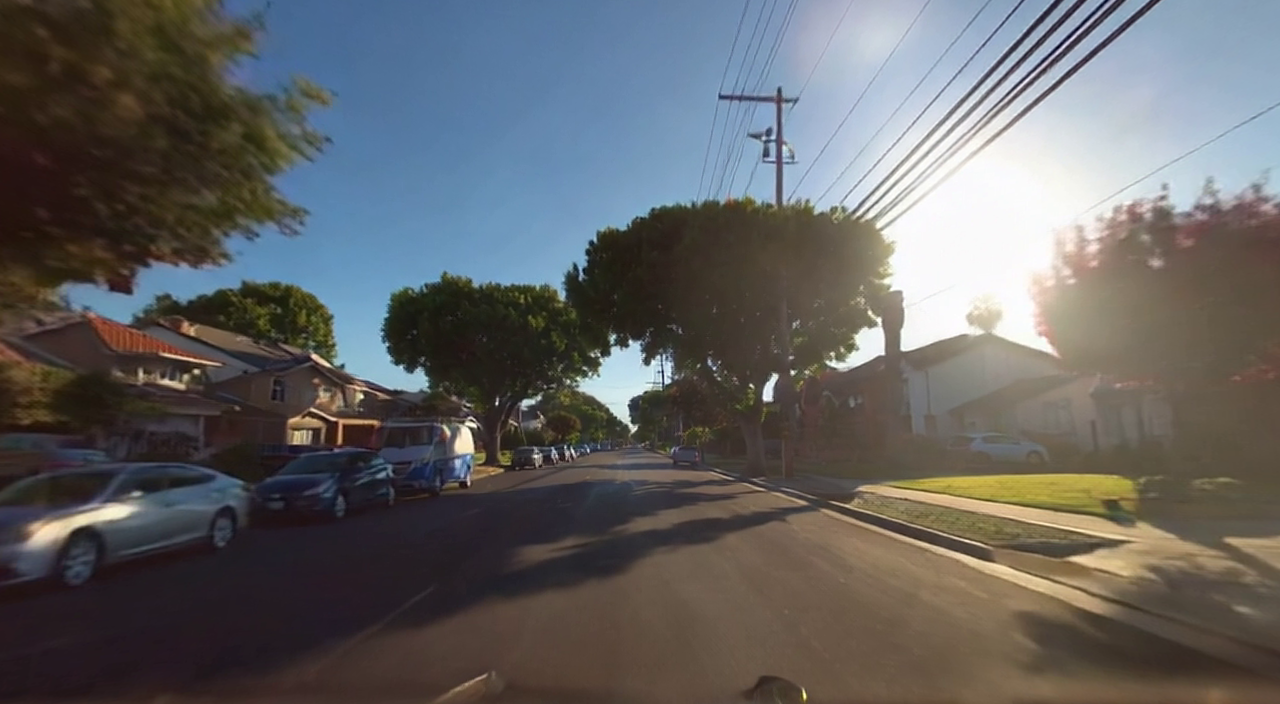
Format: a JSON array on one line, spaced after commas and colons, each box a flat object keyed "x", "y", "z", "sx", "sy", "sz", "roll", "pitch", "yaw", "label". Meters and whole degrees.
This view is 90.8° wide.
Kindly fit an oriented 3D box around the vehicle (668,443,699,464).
[{"x": 3.247, "y": 7.697, "z": 48.014, "sx": 1.869, "sy": 1.453, "sz": 4.237, "roll": 0, "pitch": -9, "yaw": -2, "label": "vehicle"}]

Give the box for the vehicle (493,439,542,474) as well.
[{"x": -6.832, "y": 5.872, "z": 35.696, "sx": 1.963, "sy": 1.820, "sz": 4.297, "roll": 0, "pitch": -8, "yaw": -1, "label": "vehicle"}]

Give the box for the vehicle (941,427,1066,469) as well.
[{"x": 16.012, "y": 4.273, "z": 27.976, "sx": 4.275, "sy": 1.645, "sz": 1.874, "roll": -2, "pitch": -10, "yaw": 1, "label": "vehicle"}]

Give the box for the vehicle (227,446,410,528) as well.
[{"x": -6.735, "y": 2.863, "z": 13.850, "sx": 1.846, "sy": 1.427, "sz": 4.260, "roll": -1, "pitch": -10, "yaw": -1, "label": "vehicle"}]

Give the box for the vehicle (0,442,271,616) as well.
[{"x": -6.501, "y": 1.867, "z": 7.416, "sx": 1.858, "sy": 1.476, "sz": 4.262, "roll": -1, "pitch": -9, "yaw": -2, "label": "vehicle"}]

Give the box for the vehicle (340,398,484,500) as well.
[{"x": -6.865, "y": 3.088, "z": 19.985, "sx": 2.439, "sy": 2.724, "sz": 5.647, "roll": -1, "pitch": -10, "yaw": 0, "label": "vehicle"}]
